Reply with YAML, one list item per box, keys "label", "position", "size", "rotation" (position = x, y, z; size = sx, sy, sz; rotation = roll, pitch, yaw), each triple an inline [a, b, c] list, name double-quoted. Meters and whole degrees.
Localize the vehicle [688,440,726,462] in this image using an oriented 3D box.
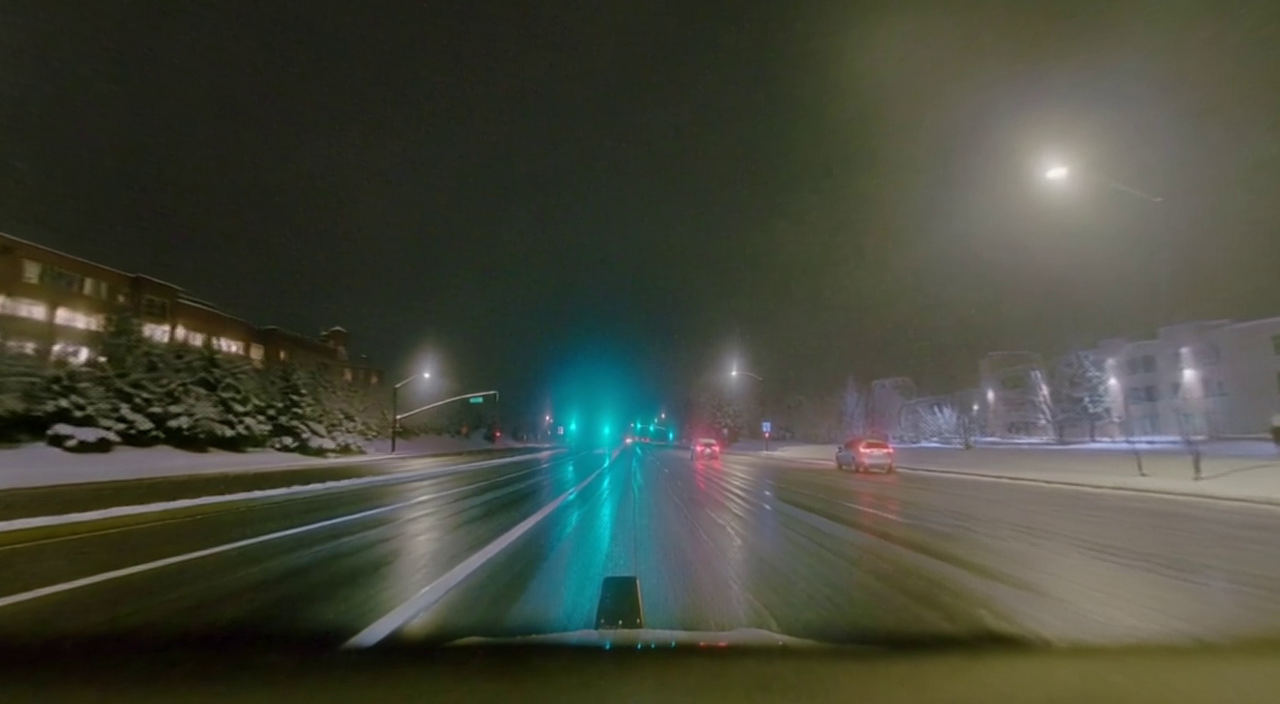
- label: "vehicle"
  position: [4.833, 7.217, 46.150]
  size: [2.187, 1.475, 4.529]
  rotation: [0, -9, 0]
